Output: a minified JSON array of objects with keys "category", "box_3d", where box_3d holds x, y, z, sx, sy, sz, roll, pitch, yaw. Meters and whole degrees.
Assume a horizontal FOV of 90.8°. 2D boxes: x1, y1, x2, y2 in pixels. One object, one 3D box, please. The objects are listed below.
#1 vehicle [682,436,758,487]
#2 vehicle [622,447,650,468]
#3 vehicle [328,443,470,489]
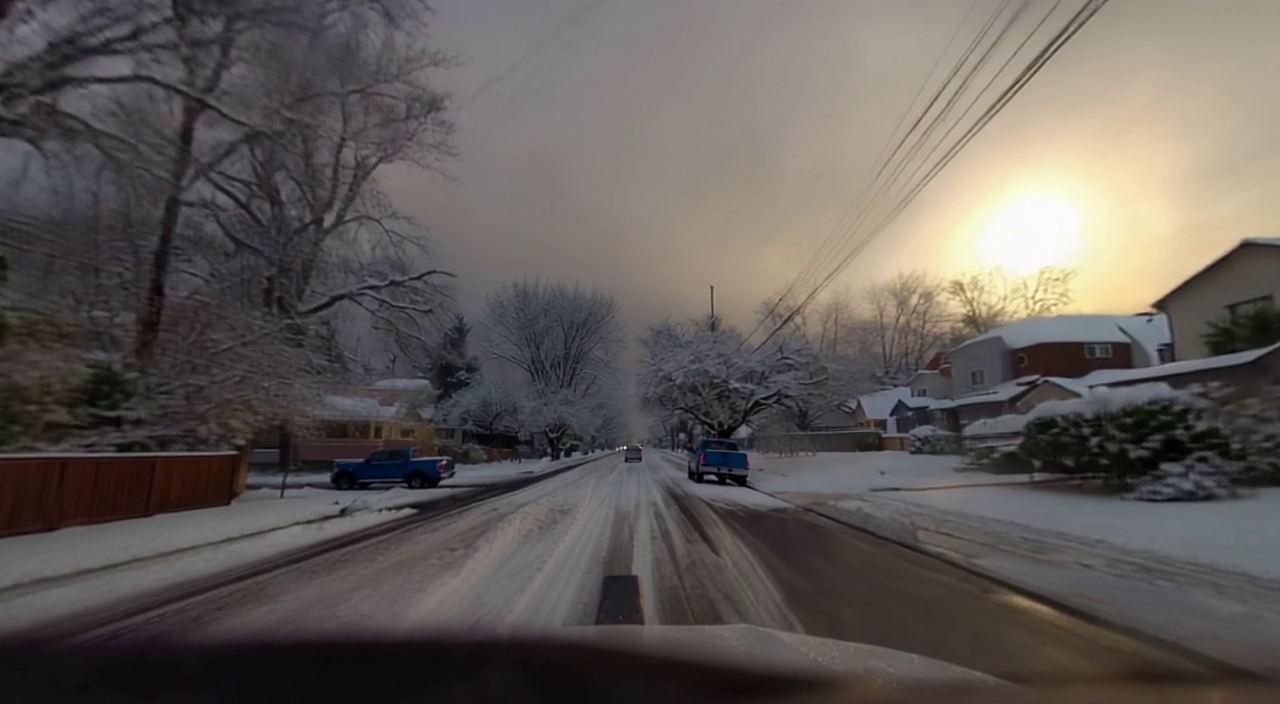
[{"category":"vehicle","box_3d":[3.205,4.570,26.734,2.394,1.901,5.759,0,-9,-1]},{"category":"vehicle","box_3d":[-0.257,7.998,48.070,2.064,1.477,3.968,0,-9,0]},{"category":"vehicle","box_3d":[-9.766,4.642,25.867,4.947,1.769,2.023,0,-9,2]}]
